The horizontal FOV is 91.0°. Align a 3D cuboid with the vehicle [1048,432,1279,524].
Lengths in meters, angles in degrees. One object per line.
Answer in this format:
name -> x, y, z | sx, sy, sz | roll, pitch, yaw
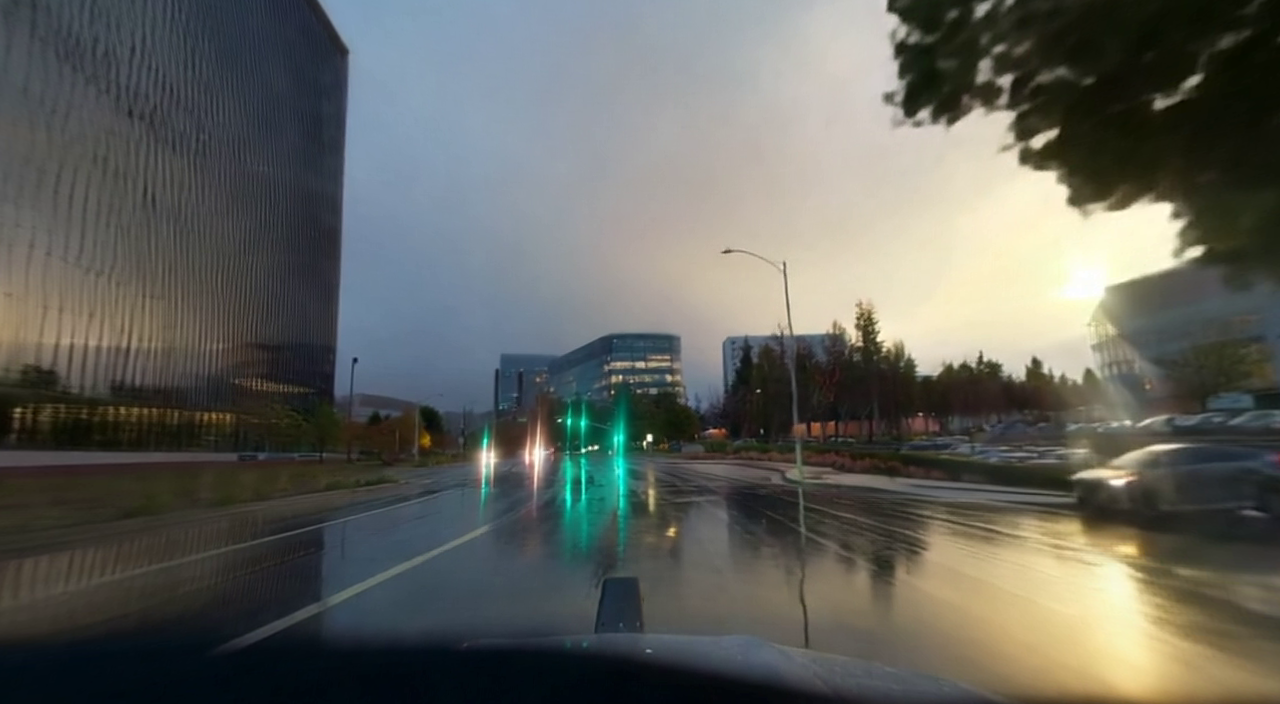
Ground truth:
vehicle -> 11.574, 2.556, 13.031 | 4.728, 1.696, 1.973 | -1, -9, 7
